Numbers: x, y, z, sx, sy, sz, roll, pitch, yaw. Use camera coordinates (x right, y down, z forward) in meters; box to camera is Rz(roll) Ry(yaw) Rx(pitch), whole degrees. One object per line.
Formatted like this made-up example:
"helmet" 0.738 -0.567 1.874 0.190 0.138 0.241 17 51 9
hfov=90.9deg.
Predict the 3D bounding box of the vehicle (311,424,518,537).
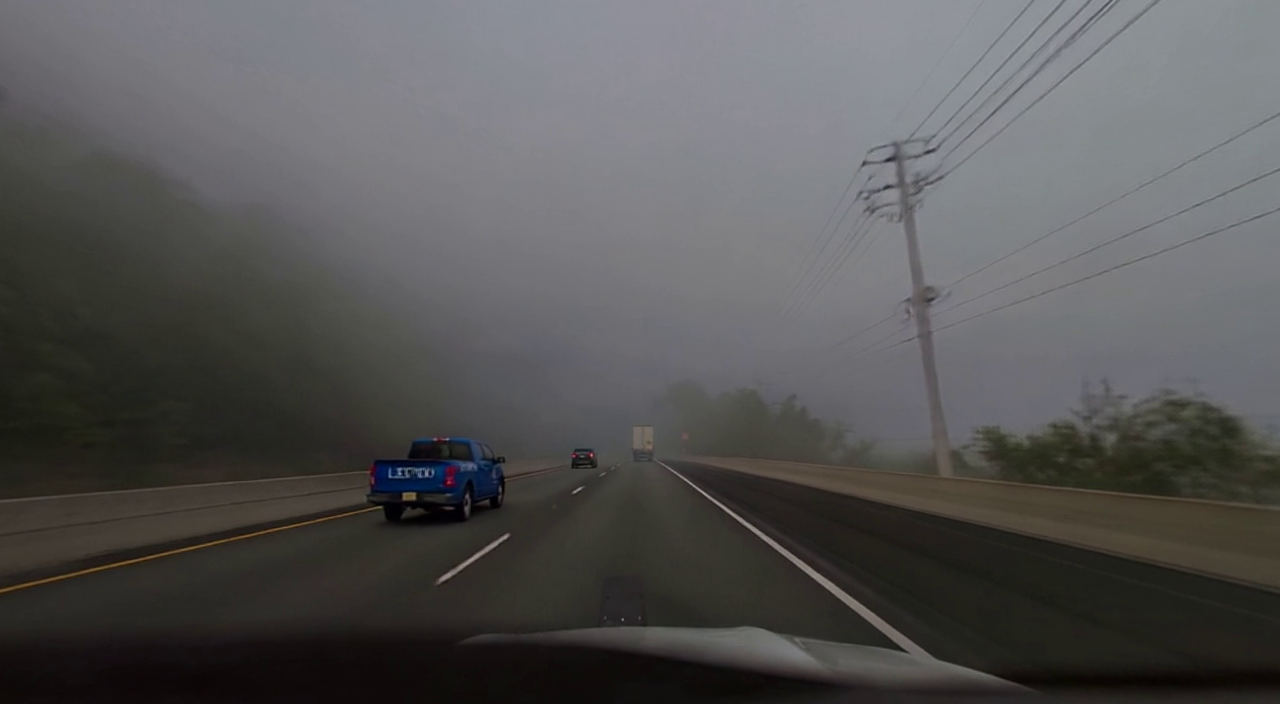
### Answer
"vehicle" -3.902 2.324 12.083 2.049 1.697 4.998 0 -9 1

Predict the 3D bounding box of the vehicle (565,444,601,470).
"vehicle" -4.031 7.506 45.193 2.111 1.735 4.066 0 -9 1
